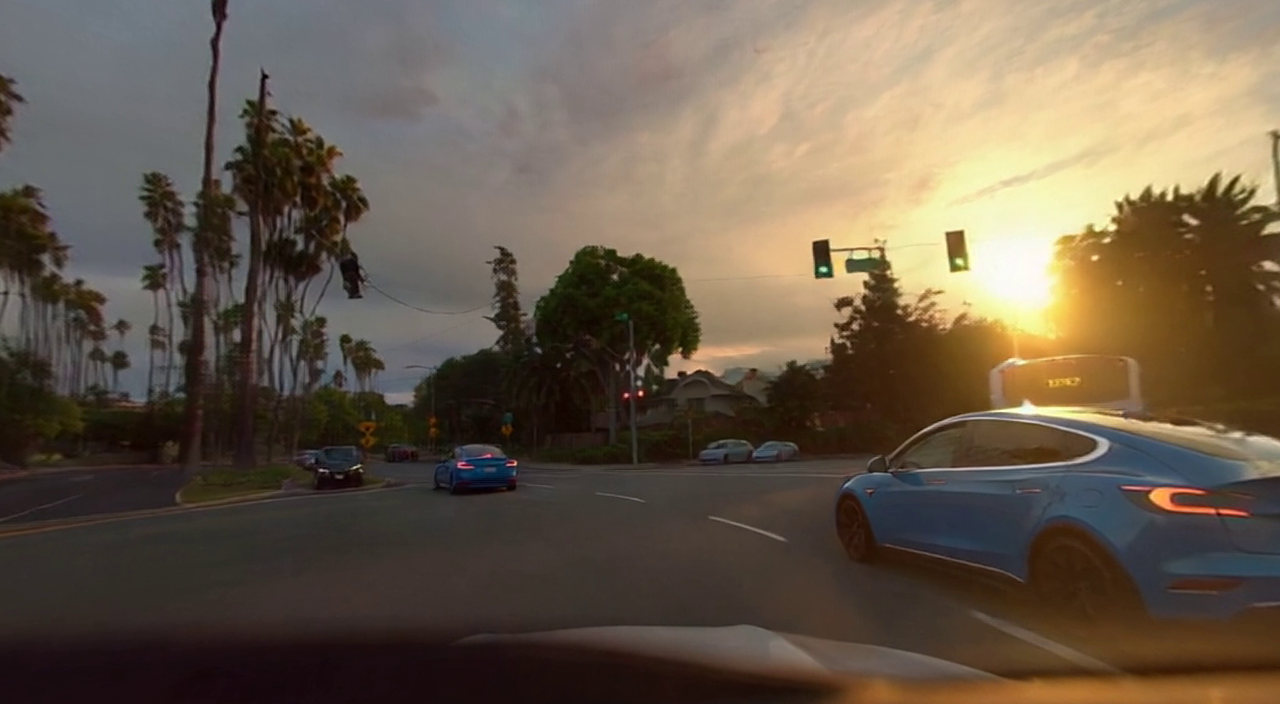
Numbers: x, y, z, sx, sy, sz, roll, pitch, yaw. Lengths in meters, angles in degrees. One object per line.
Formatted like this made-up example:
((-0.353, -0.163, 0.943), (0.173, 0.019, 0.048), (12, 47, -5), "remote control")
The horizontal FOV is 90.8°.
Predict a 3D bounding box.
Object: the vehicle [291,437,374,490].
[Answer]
((-12.611, 4.457, 25.690), (2.283, 1.878, 5.384), (5, -10, -33), "vehicle")

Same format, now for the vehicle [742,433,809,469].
((7.385, 5.304, 33.953), (2.122, 1.730, 5.138), (-5, -10, 27), "vehicle")

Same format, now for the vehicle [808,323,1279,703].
((3.350, 1.144, 5.300), (2.205, 1.803, 5.135), (0, -8, -3), "vehicle")

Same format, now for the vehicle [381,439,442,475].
((-13.140, 5.957, 36.147), (2.272, 1.891, 4.562), (5, -10, -32), "vehicle")

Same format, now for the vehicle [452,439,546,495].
((-5.033, 3.939, 22.070), (2.341, 1.709, 4.466), (3, -9, -24), "vehicle")

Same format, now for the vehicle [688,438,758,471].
((4.931, 5.940, 36.962), (2.290, 1.688, 5.224), (-6, -9, 28), "vehicle")
